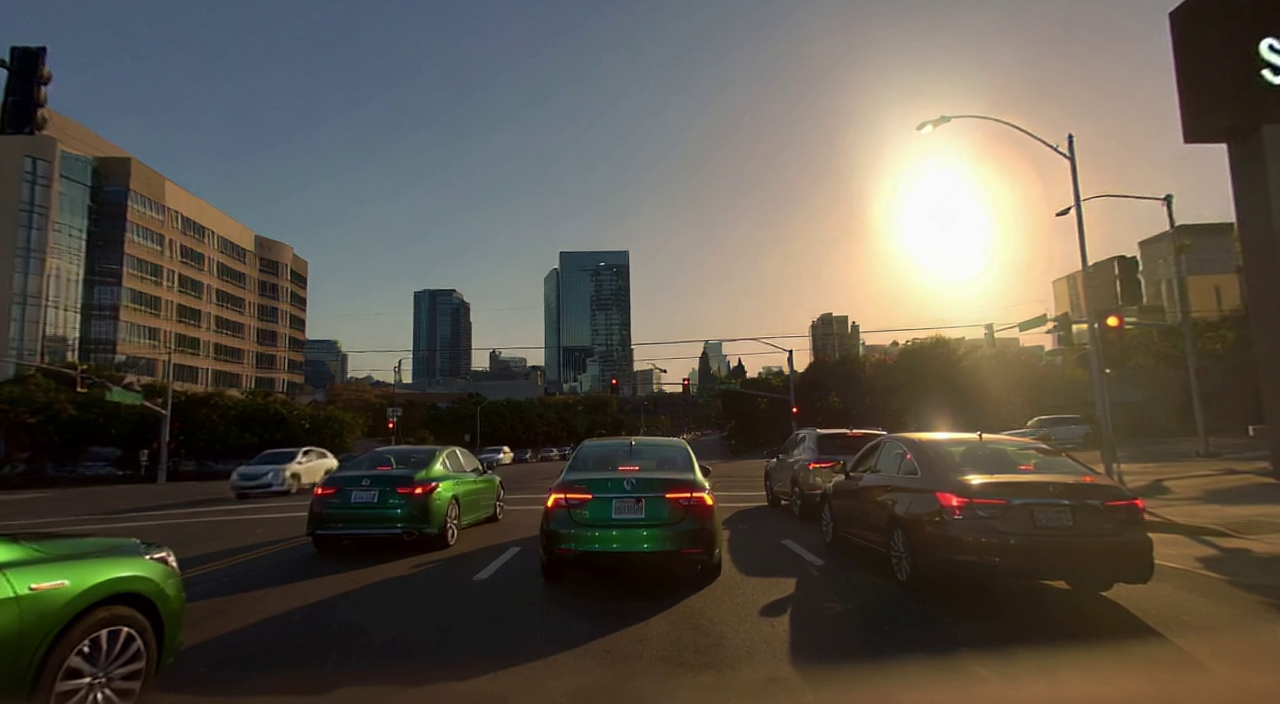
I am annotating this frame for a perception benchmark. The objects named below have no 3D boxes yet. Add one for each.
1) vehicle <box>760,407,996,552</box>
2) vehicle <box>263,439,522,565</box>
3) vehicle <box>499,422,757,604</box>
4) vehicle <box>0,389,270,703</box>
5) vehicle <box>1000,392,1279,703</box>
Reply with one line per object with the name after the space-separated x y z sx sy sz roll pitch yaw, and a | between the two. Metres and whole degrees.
3.310 1.867 9.842 1.992 1.744 4.183 0 -8 0 | vehicle
-3.292 2.073 9.554 1.995 1.436 4.373 -1 -8 3 | vehicle
-0.123 1.652 7.390 2.140 1.499 4.119 0 -8 -1 | vehicle
-3.473 0.844 1.849 2.016 1.547 4.414 0 -8 1 | vehicle
3.938 0.974 3.115 1.800 1.519 4.198 0 -8 0 | vehicle
